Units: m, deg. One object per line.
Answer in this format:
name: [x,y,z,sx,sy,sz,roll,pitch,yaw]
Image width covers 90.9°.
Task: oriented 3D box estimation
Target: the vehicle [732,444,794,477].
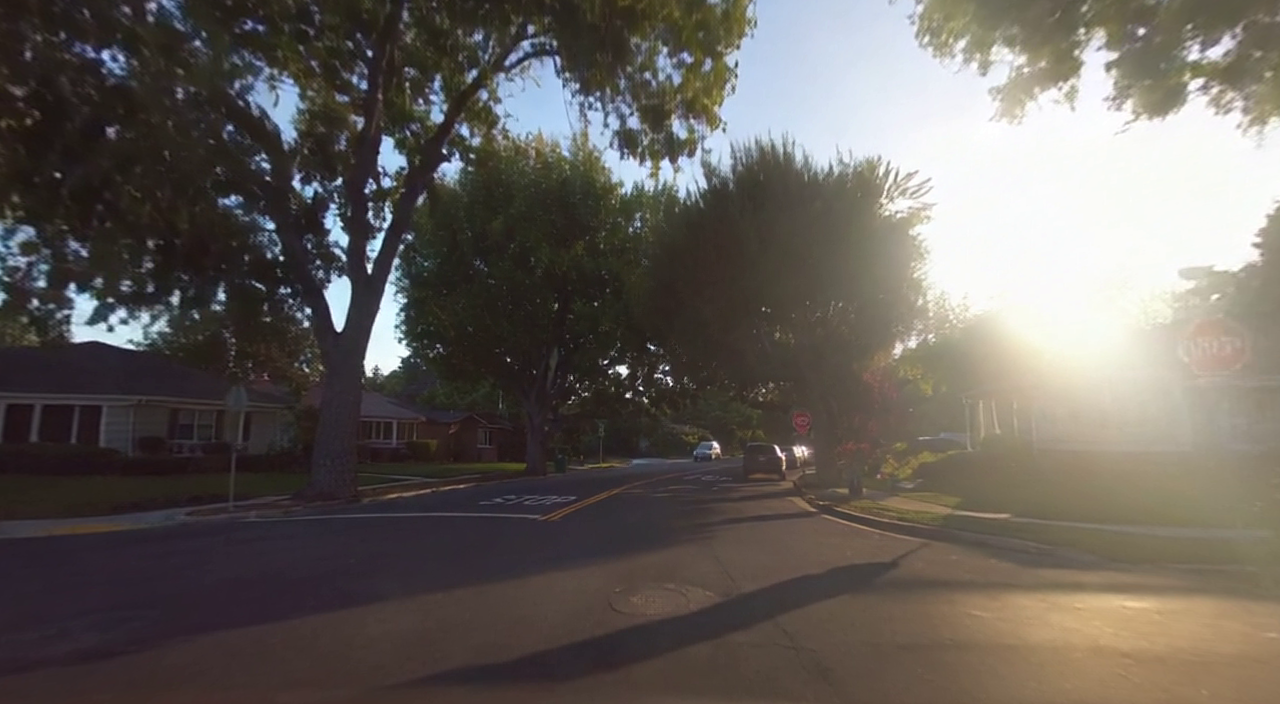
vehicle: [6.957,5.989,35.180,2.692,1.649,4.689,-3,-9,20]
